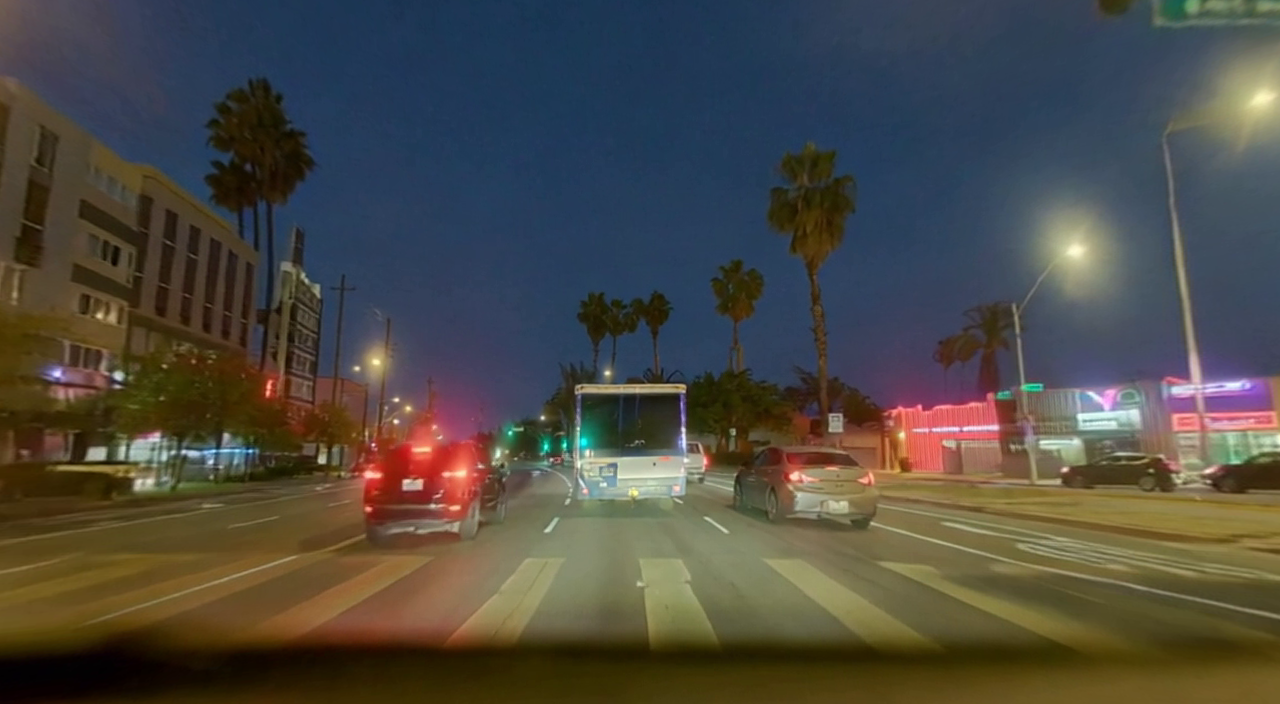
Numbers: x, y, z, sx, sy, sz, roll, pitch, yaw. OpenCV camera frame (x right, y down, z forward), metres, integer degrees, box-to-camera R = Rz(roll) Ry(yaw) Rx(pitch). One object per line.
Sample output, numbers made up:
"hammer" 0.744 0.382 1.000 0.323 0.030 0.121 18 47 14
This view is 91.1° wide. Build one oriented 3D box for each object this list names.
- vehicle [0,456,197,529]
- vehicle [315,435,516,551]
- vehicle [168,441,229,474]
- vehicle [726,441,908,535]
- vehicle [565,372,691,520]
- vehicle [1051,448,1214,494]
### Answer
"vehicle" -13.959 3.481 16.117 1.931 1.484 4.519 0 -8 -1
"vehicle" -3.503 2.247 10.827 2.033 1.555 4.408 0 -8 -3
"vehicle" -27.244 6.480 38.888 1.981 1.887 4.441 3 -9 -21
"vehicle" 3.241 2.569 12.699 1.978 1.507 4.636 0 -8 -5
"vehicle" -0.564 2.317 15.708 2.517 2.926 6.177 1 -8 -6
"vehicle" 19.275 4.615 24.861 1.942 1.583 4.579 3 -9 -23
